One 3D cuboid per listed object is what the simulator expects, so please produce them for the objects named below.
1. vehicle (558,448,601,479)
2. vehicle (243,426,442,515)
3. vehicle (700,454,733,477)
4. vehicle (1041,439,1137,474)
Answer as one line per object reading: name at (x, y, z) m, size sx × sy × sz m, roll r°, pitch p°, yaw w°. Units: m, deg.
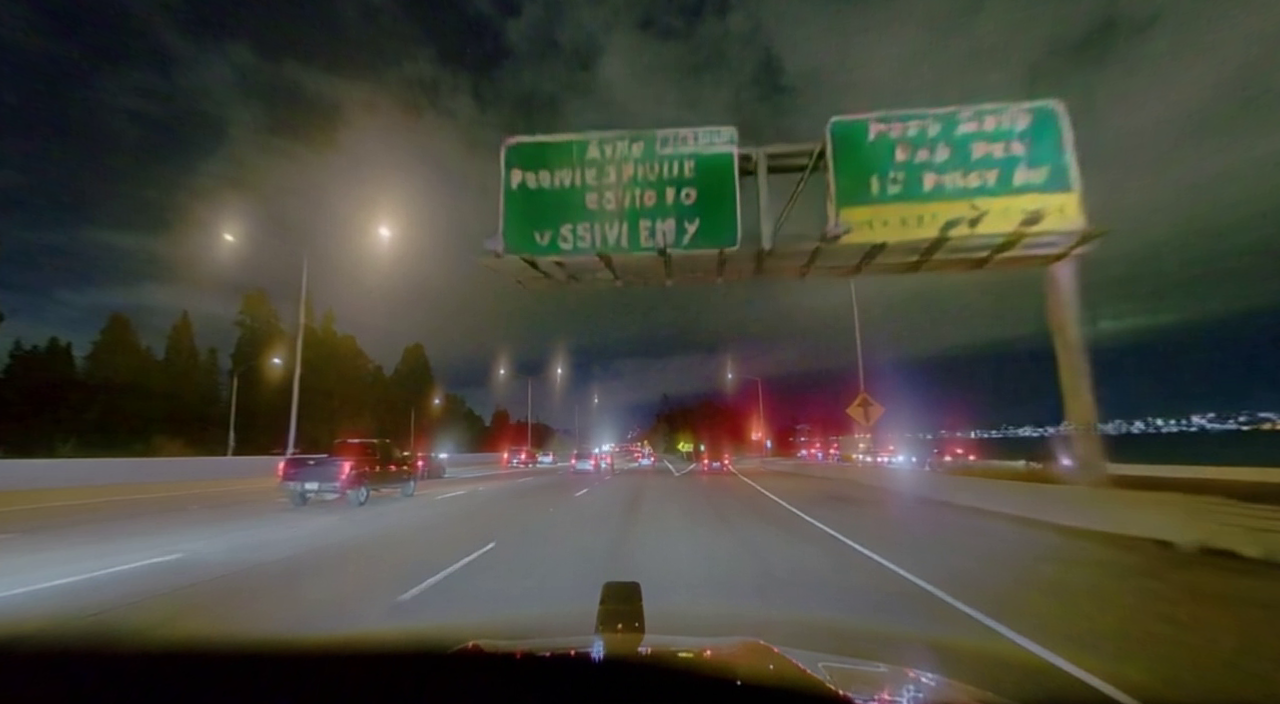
vehicle at (-3.689, 6.869, 39.097) m, size 2.132 × 1.708 × 4.571 m, roll 0°, pitch -9°, yaw 1°
vehicle at (-7.291, 2.971, 16.394) m, size 2.250 × 1.870 × 5.647 m, roll 0°, pitch -9°, yaw 2°
vehicle at (5.580, 8.272, 46.278) m, size 2.153 × 1.510 × 4.646 m, roll 0°, pitch -9°, yaw 4°
vehicle at (22.659, 5.285, 32.065) m, size 1.883 × 1.596 × 5.181 m, roll -1°, pitch -9°, yaw 10°
